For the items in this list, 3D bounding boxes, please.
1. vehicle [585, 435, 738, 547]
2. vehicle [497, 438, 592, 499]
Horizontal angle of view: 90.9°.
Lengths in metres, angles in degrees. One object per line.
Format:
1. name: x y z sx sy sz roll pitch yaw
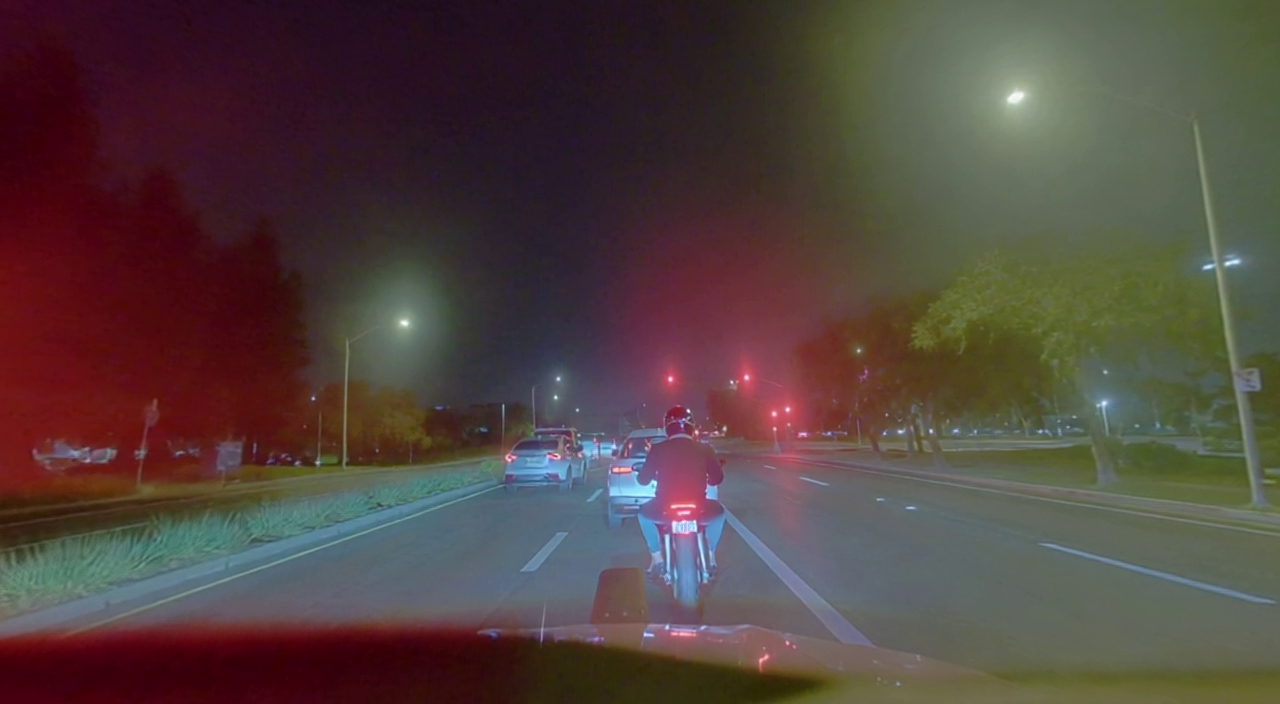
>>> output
1. vehicle: 0.324 2.169 10.669 2.009 1.450 4.608 -1 -8 1
2. vehicle: -2.554 3.216 17.855 1.979 1.499 3.840 -1 -8 2
